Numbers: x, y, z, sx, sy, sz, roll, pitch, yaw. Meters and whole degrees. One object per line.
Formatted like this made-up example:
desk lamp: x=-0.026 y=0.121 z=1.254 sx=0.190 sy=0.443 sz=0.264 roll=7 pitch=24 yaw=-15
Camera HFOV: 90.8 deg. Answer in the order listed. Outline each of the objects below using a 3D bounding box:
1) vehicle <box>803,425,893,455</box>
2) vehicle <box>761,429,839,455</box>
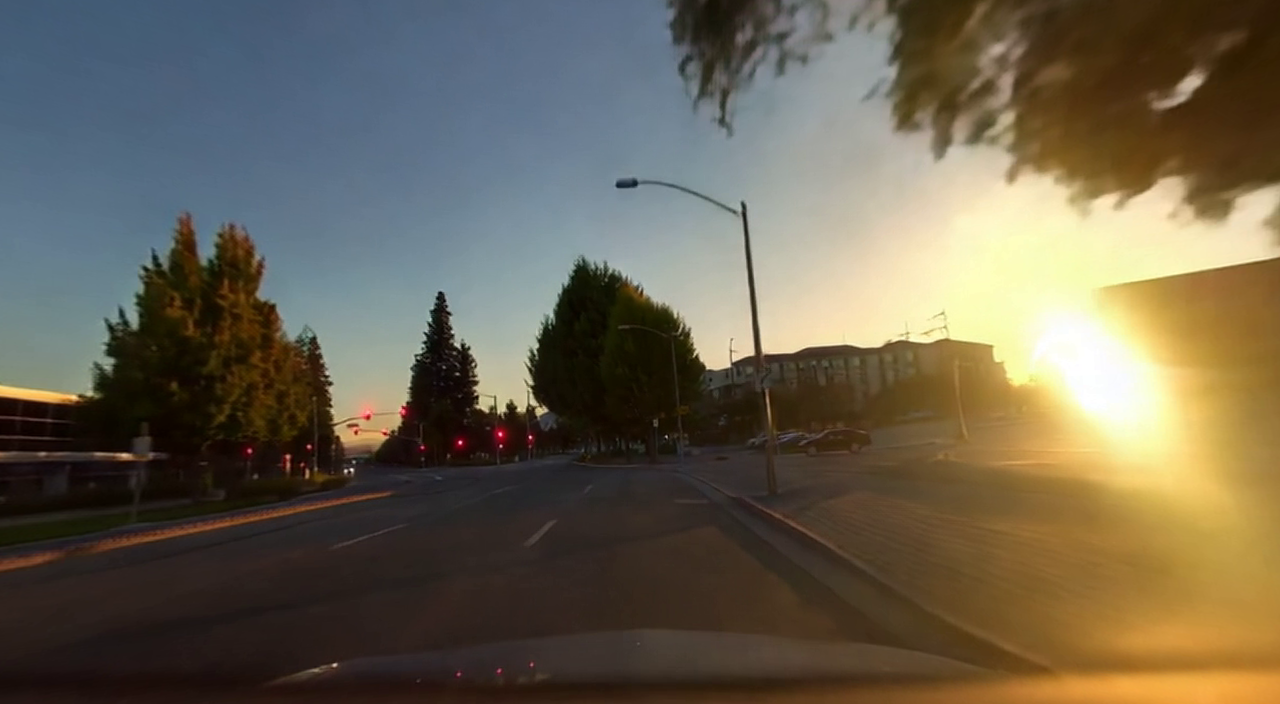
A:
vehicle: x=11.697 y=5.000 z=35.698 sx=4.332 sy=1.581 sz=2.028 roll=2 pitch=-9 yaw=-11
vehicle: x=10.350 y=5.858 z=40.986 sx=4.400 sy=1.584 sz=1.964 roll=2 pitch=-9 yaw=-12
